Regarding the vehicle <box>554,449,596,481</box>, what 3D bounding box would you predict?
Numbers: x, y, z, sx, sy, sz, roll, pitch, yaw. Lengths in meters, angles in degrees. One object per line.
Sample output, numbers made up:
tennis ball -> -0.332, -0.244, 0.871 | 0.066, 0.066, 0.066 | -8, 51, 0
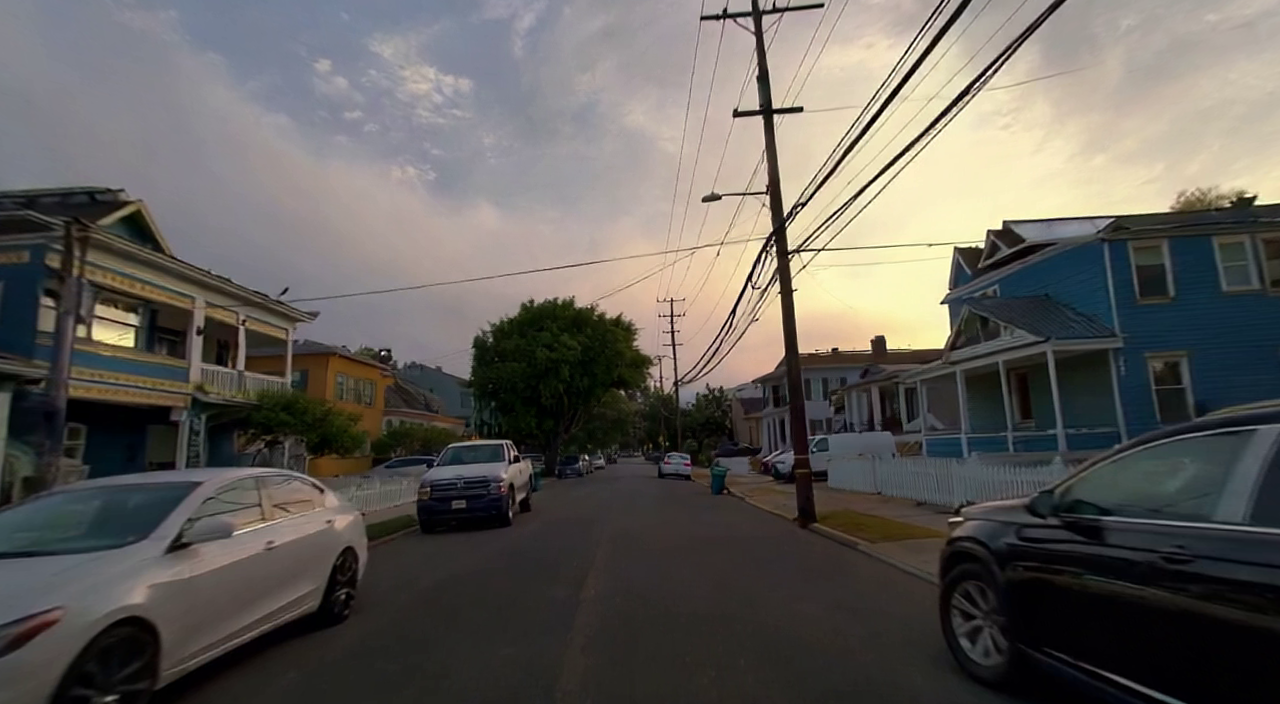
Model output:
vehicle -> -4.321, 7.601, 42.719 | 2.204, 1.655, 4.813 | -8, -8, -1

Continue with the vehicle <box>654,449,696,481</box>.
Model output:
vehicle -> 1.919, 6.379, 35.988 | 2.043, 1.631, 4.613 | 0, -8, -1

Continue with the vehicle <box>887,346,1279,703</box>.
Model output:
vehicle -> 3.466, 0.953, 3.431 | 1.884, 1.809, 4.139 | -1, -7, -11

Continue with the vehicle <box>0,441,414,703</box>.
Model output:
vehicle -> -3.388, 1.384, 3.863 | 2.071, 1.485, 4.610 | -5, -8, 3

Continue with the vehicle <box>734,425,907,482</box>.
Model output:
vehicle -> 6.795, 3.883, 24.345 | 5.974, 2.066, 2.152 | 0, -8, -1

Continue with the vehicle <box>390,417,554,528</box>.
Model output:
vehicle -> -3.747, 2.784, 15.387 | 2.399, 2.085, 5.589 | -3, -8, 0
